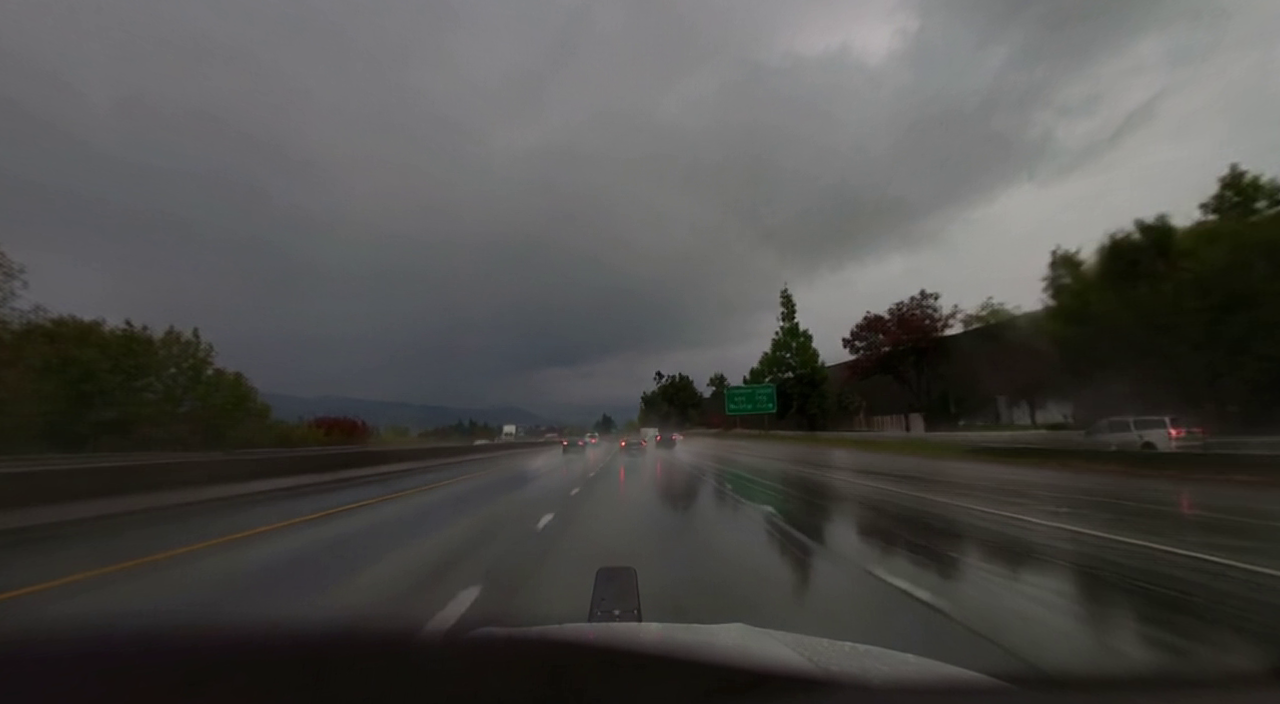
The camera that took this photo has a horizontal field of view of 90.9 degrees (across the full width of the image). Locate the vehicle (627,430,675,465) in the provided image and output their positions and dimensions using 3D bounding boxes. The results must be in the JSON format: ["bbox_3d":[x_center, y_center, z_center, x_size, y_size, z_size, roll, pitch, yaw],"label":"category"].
[{"bbox_3d":[0.446,4.545,30.064,2.086,1.554,3.875,0,-8,-2],"label":"vehicle"}]

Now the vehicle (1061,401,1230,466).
[{"bbox_3d":[21.779,3.608,27.670,2.232,2.540,6.015,0,-8,-1],"label":"vehicle"}]

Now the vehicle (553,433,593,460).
[{"bbox_3d":[-3.963,5.678,37.982,2.014,1.471,4.380,0,-8,-1],"label":"vehicle"}]
